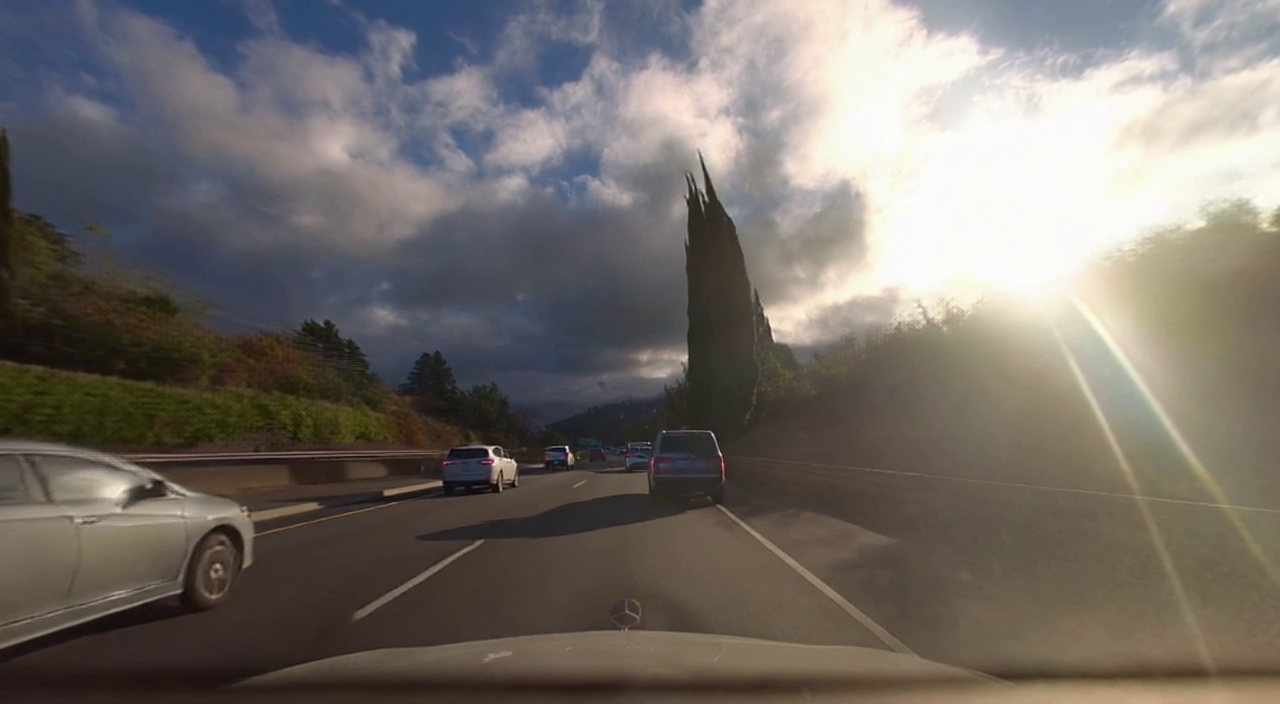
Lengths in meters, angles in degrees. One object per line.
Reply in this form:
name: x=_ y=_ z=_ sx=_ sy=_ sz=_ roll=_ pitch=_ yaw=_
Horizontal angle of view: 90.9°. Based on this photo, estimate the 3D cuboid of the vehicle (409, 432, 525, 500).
vehicle: x=-4.684 y=3.148 z=17.769 sx=1.934 sy=1.642 sz=4.201 roll=0 pitch=-9 yaw=2

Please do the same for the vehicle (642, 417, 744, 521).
vehicle: x=0.987 y=2.473 z=13.738 sx=1.825 sy=1.920 sz=3.960 roll=0 pitch=-9 yaw=0

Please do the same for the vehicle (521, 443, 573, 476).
vehicle: x=-4.450 y=5.191 z=30.680 sx=1.867 sy=1.489 sz=3.829 roll=0 pitch=-9 yaw=1

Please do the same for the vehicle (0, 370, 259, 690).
vehicle: x=-4.335 y=0.939 z=3.357 sx=2.034 sy=1.642 sz=3.969 roll=0 pitch=-9 yaw=1

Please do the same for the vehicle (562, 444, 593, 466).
vehicle: x=-4.526 y=7.524 z=46.152 sx=1.855 sy=1.527 sz=4.209 roll=0 pitch=-9 yaw=0
